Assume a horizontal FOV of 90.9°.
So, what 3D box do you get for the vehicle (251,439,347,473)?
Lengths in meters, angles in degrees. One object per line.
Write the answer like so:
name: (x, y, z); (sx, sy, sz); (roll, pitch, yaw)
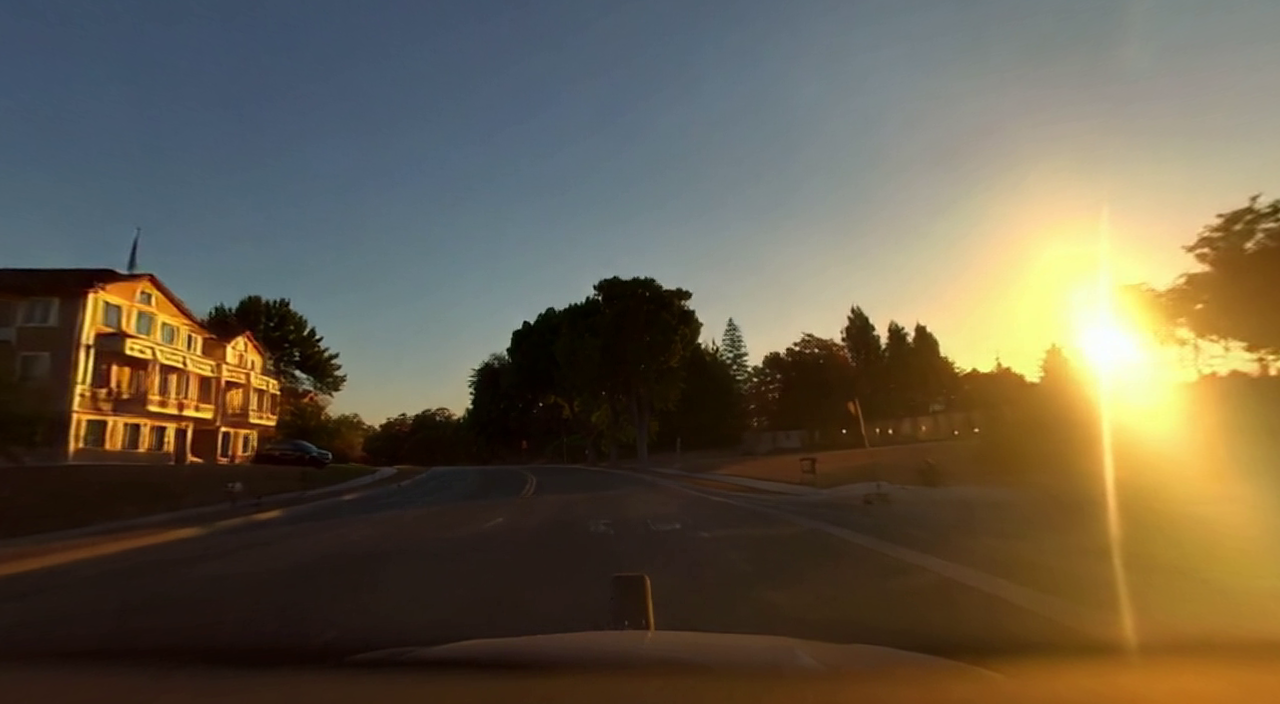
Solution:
vehicle: (-19.982, 6.061, 36.966); (4.562, 1.857, 2.129); (-2, -9, 14)
